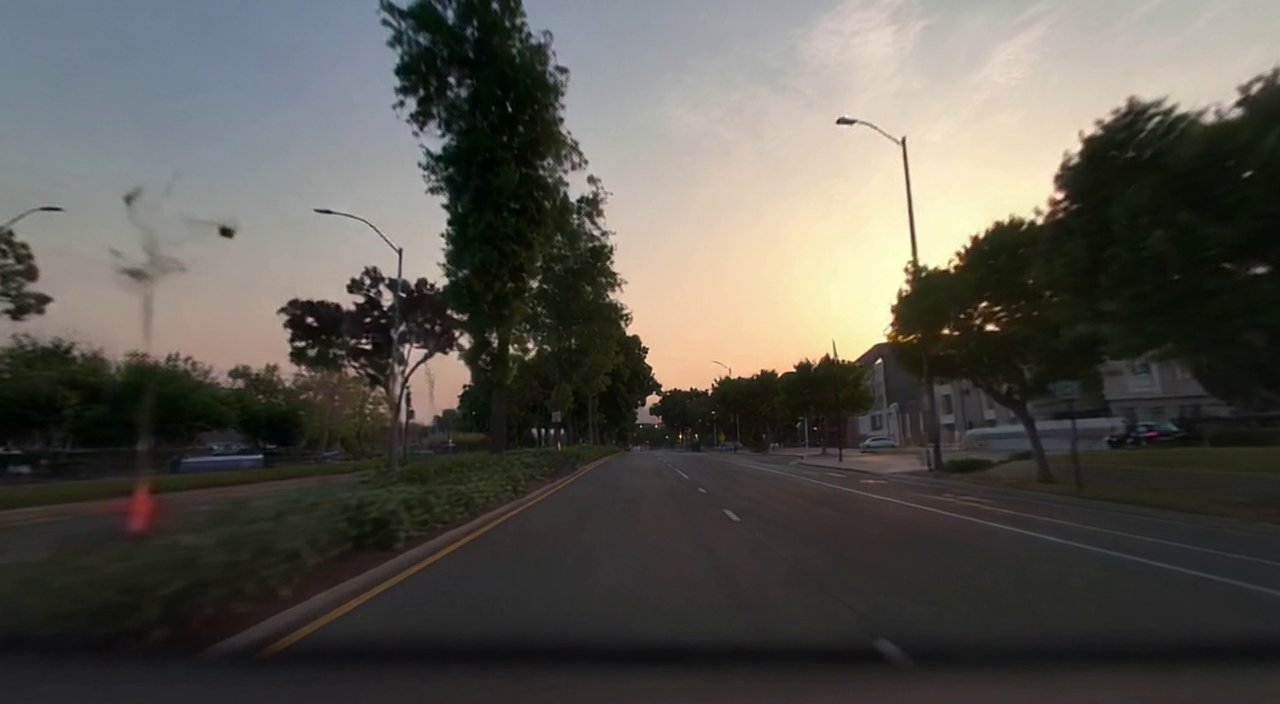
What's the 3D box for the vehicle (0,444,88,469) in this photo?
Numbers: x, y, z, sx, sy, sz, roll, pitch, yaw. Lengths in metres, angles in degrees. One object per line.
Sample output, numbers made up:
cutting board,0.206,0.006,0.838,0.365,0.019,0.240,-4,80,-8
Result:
vehicle,-38.611,6.771,41.085,1.913,1.545,4.055,1,-8,-4
